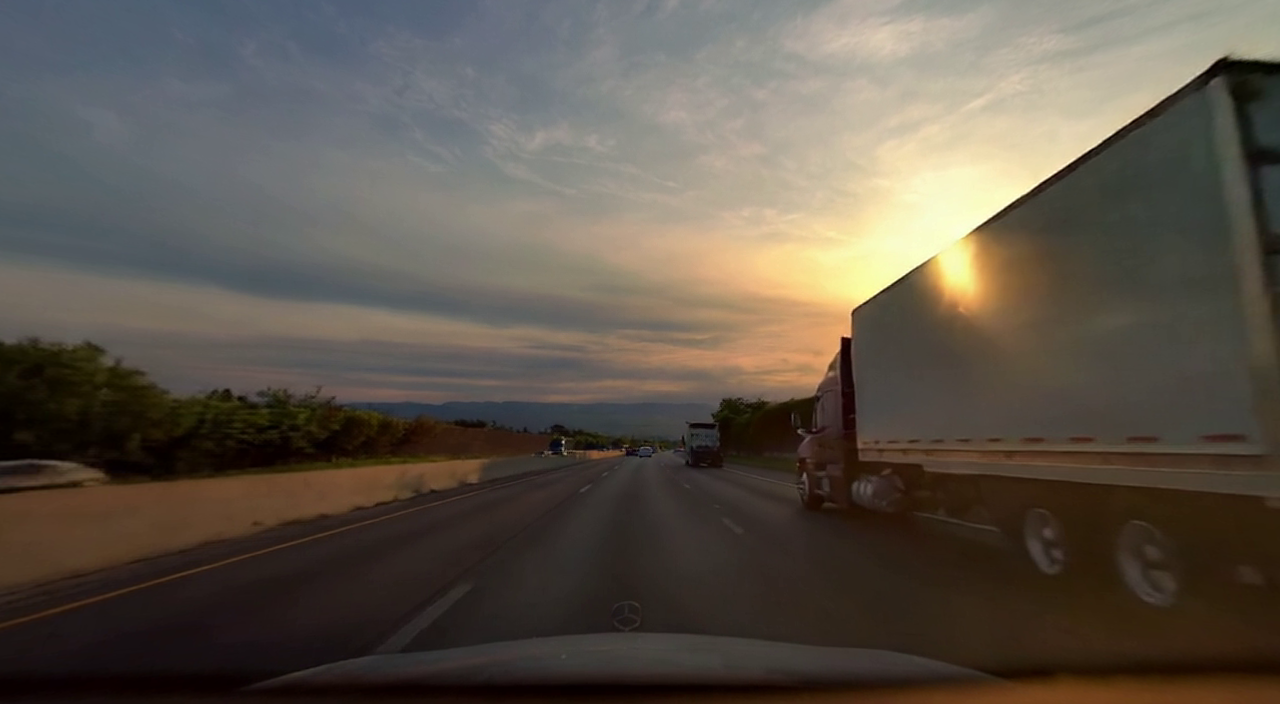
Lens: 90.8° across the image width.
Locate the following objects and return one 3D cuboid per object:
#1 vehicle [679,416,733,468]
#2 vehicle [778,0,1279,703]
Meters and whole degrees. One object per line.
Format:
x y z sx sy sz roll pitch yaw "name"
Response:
4.500 6.425 44.743 2.771 3.313 8.121 0 -9 -1 "vehicle"
4.410 0.552 7.410 3.032 3.785 10.333 0 -9 -1 "vehicle"
